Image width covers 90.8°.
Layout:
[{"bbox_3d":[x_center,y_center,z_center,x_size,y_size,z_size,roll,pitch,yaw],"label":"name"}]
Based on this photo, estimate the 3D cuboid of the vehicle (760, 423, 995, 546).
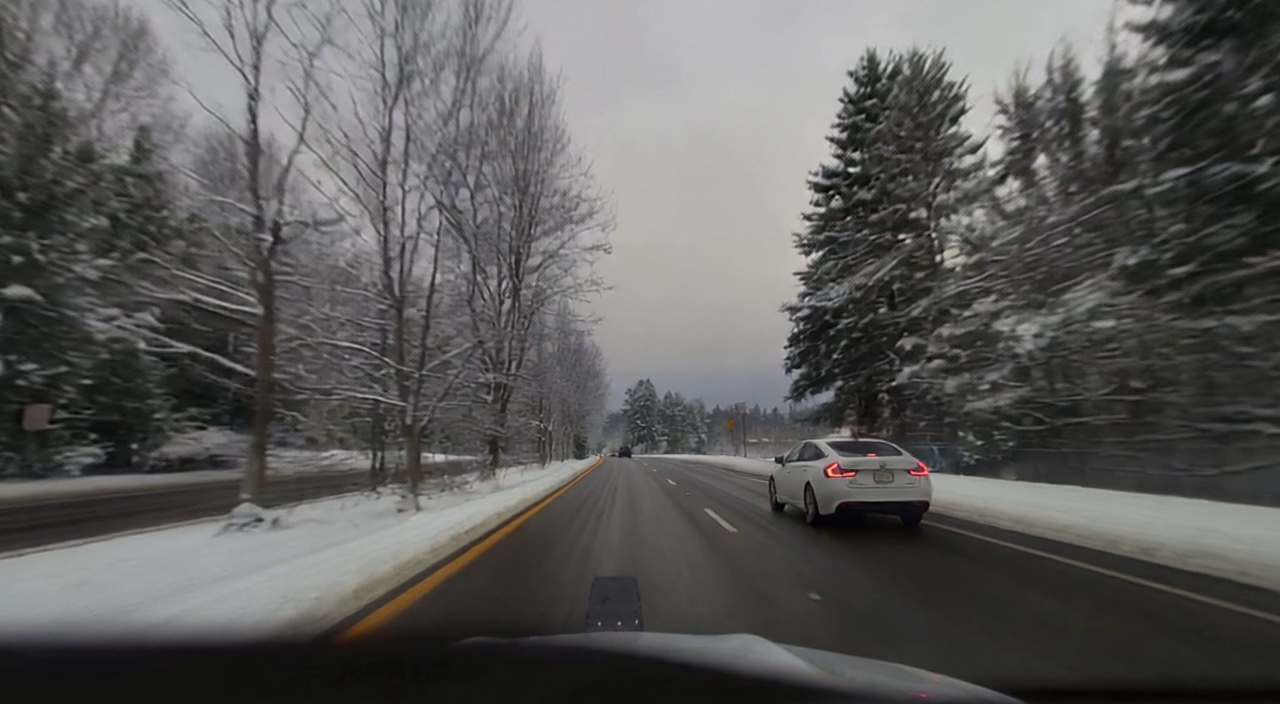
[{"bbox_3d":[3.526,2.071,10.557,2.060,1.584,4.592,0,-9,-1],"label":"vehicle"}]
